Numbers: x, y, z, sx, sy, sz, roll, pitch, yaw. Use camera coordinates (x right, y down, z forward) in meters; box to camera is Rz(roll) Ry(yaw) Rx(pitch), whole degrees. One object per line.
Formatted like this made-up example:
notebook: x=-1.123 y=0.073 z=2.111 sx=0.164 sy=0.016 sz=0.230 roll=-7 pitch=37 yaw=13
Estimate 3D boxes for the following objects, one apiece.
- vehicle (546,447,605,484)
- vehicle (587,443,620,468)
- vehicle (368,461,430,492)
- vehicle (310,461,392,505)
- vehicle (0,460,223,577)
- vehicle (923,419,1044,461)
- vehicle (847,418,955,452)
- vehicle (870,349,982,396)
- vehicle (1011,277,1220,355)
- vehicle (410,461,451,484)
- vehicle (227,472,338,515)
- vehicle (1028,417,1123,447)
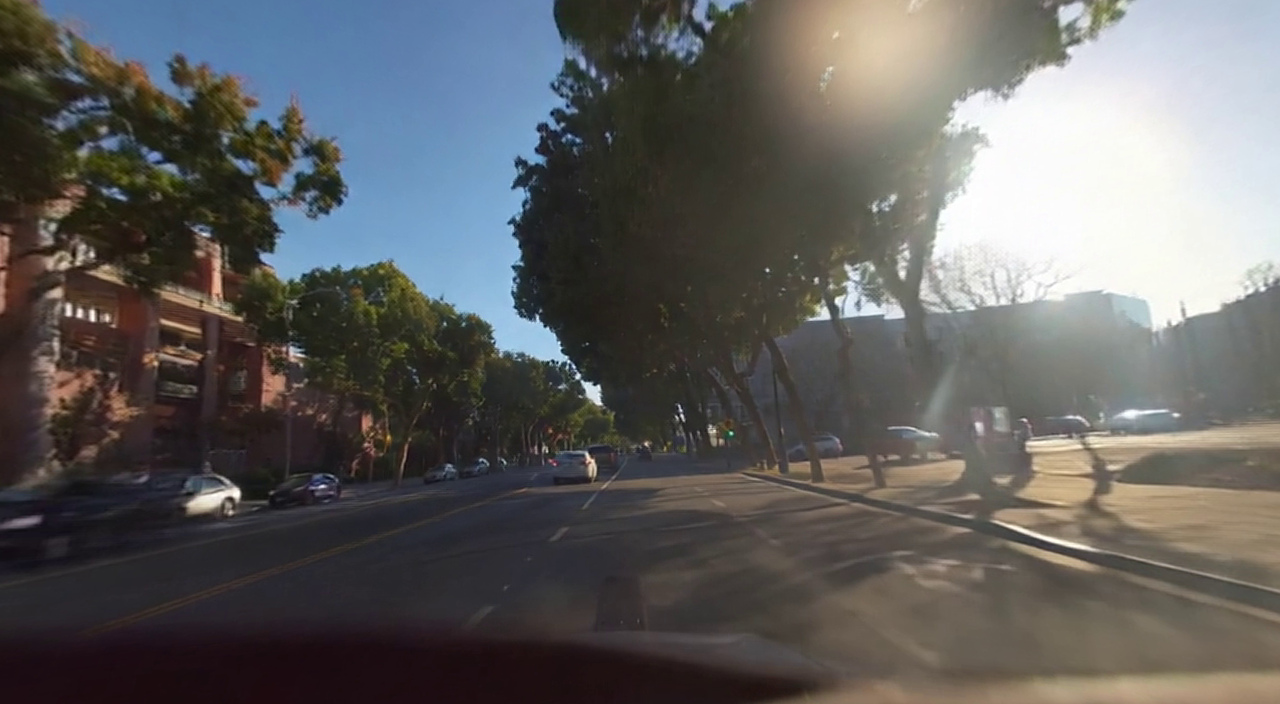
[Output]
vehicle: x=-2.663 y=4.809 z=27.131 sx=2.051 sy=1.454 sz=4.132 roll=0 pitch=-8 yaw=0
vehicle: x=-2.752 y=7.950 z=48.798 sx=2.190 sy=1.840 sz=4.720 roll=0 pitch=-8 yaw=0
vehicle: x=-15.017 y=7.753 z=39.589 sx=1.984 sy=1.635 sz=4.525 roll=-3 pitch=-9 yaw=2
vehicle: x=-15.368 y=6.927 z=33.903 sx=1.917 sy=1.775 sz=5.018 roll=-9 pitch=-9 yaw=-1
vehicle: x=-9.823 y=2.740 z=11.163 sx=1.884 sy=1.518 sz=4.380 roll=0 pitch=-8 yaw=0
vehicle: x=13.030 y=3.343 z=24.123 sx=3.527 sy=1.496 sz=1.836 roll=0 pitch=-7 yaw=-3
vehicle: x=13.253 y=4.284 z=32.329 sx=4.619 sy=1.626 sz=2.121 roll=-1 pitch=-9 yaw=4
vehicle: x=12.241 y=0.889 z=27.200 sx=3.826 sy=1.601 sz=1.807 roll=-3 pitch=-8 yaw=-3
vehicle: x=12.033 y=-0.873 z=16.205 sx=3.827 sy=1.556 sz=1.730 roll=-1 pitch=-10 yaw=1
vehicle: x=-15.081 y=8.703 z=45.663 sx=1.646 sy=1.462 sz=3.740 roll=0 pitch=-8 yaw=0
vehicle: x=-15.313 y=6.061 z=27.425 sx=2.021 sy=1.438 sz=4.616 roll=-2 pitch=-9 yaw=2
vehicle: x=26.376 y=4.857 z=38.284 sx=4.439 sy=1.688 sz=2.101 roll=1 pitch=-9 yaw=-12
